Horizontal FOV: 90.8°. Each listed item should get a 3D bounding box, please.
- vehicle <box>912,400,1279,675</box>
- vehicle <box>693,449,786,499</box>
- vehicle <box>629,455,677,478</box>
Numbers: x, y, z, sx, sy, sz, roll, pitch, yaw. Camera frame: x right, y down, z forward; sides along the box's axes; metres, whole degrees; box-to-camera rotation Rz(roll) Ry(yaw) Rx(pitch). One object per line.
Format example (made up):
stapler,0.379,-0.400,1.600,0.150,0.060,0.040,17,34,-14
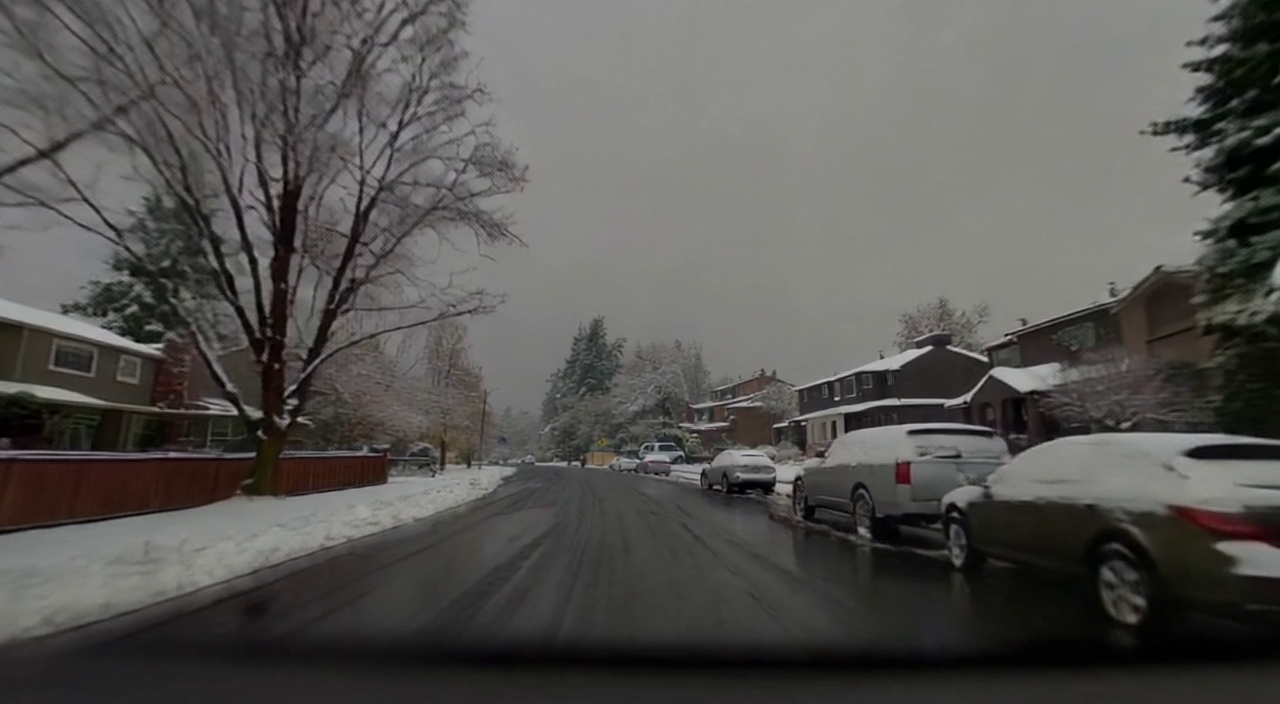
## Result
vehicle,5.228,1.647,6.616,2.690,1.819,4.532,3,-9,-1
vehicle,3.838,4.836,25.533,2.111,1.771,4.942,2,-9,-11
vehicle,0.851,8.132,45.051,2.193,1.504,4.576,2,-9,-16
